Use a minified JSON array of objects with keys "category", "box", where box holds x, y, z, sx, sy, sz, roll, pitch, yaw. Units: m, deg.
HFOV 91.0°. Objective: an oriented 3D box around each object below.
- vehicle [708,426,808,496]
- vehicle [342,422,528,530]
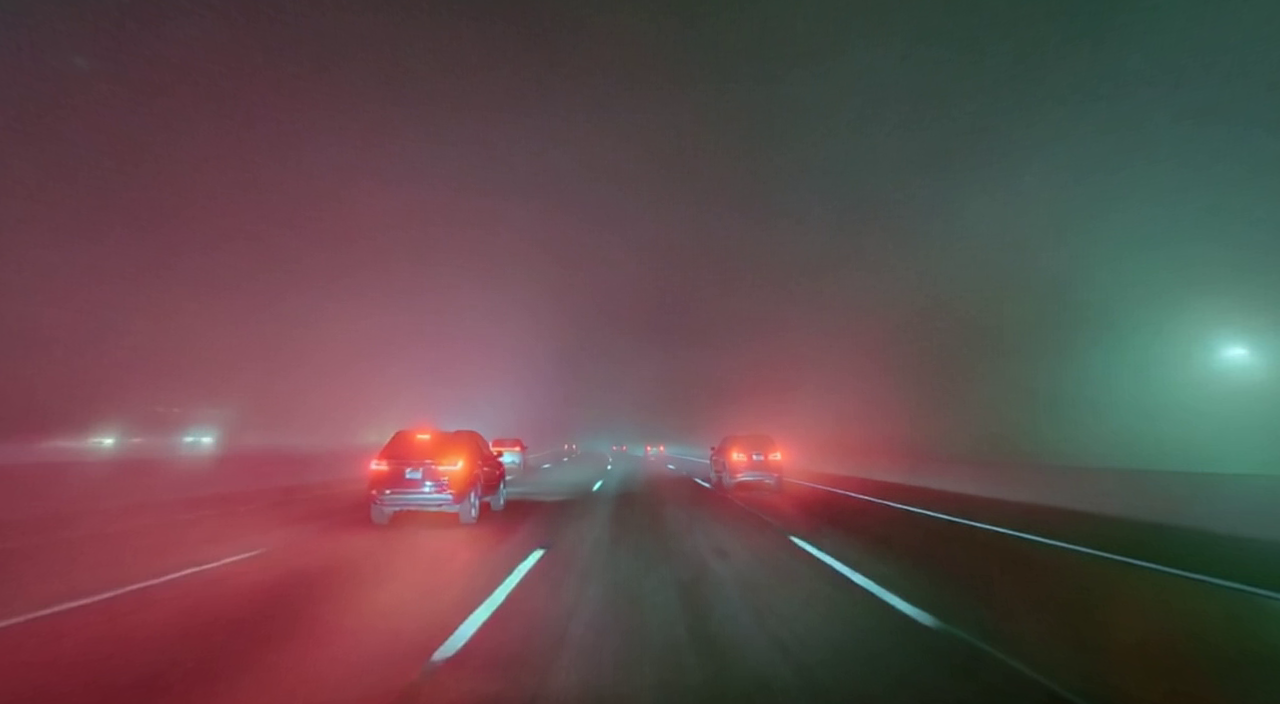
[{"category":"vehicle","box":[3.474,3.333,19.578,2.153,1.860,4.689,0,-9,-1]},{"category":"vehicle","box":[-3.754,2.370,12.605,2.214,1.743,4.465,0,-9,0]}]
